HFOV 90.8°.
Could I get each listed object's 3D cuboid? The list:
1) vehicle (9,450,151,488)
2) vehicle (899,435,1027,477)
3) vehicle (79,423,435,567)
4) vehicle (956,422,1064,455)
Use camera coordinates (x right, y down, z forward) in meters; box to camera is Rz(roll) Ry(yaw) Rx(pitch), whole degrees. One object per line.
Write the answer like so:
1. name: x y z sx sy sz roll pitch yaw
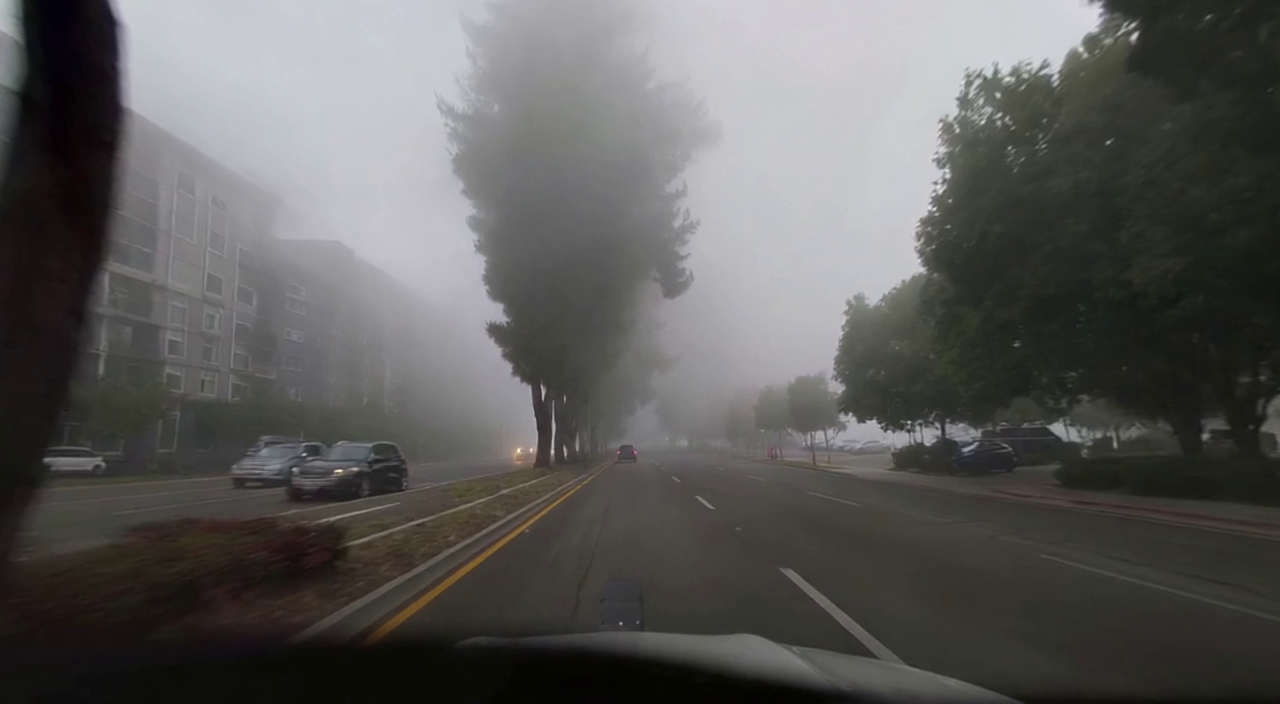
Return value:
1. vehicle: -24.368 5.073 27.628 4.252 1.576 1.998 0 -9 0
2. vehicle: 14.973 4.821 29.445 4.761 1.832 2.201 1 -9 -7
3. vehicle: -5.108 1.988 9.762 2.140 1.559 5.549 0 -9 -1
4. vehicle: 22.174 5.256 38.052 2.308 1.856 4.987 7 -11 -39
